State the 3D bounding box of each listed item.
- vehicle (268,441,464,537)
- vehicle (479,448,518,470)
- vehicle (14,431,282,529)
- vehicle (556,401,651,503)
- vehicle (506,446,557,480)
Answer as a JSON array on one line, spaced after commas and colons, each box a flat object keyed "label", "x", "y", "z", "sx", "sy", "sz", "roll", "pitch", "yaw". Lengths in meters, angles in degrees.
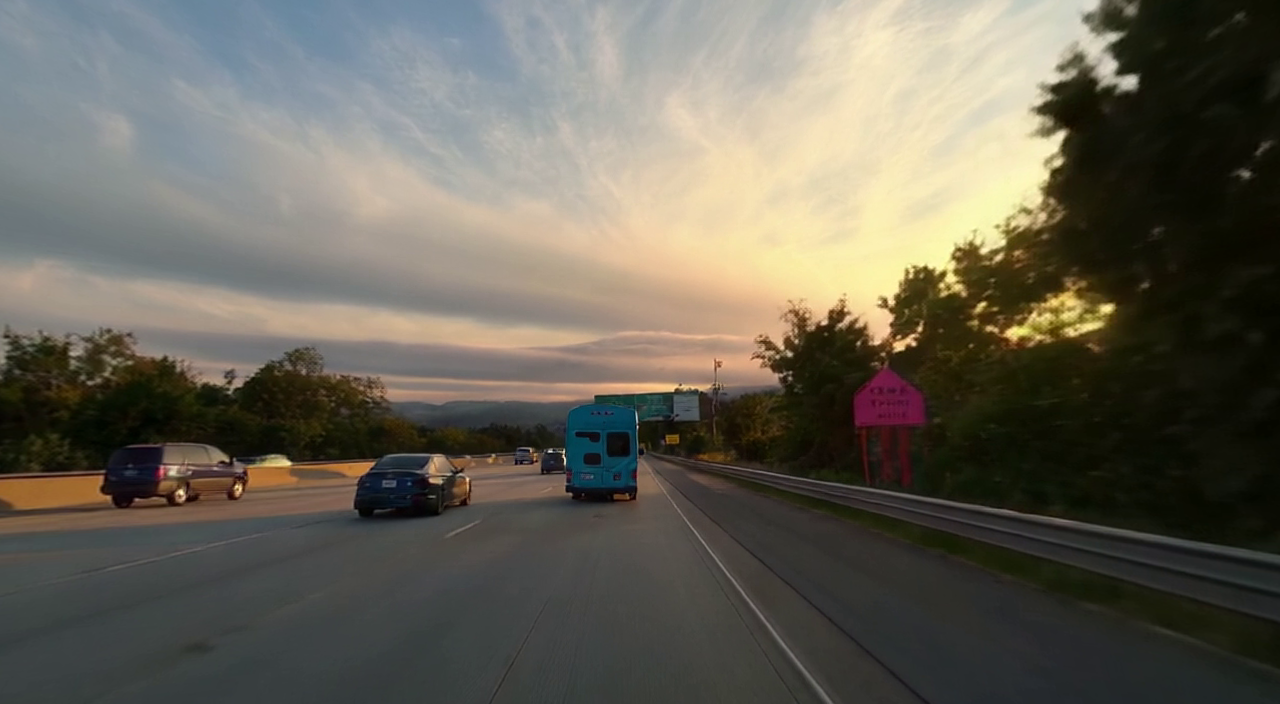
[{"label": "vehicle", "x": -4.773, "y": 2.417, "z": 11.723, "sx": 1.876, "sy": 1.438, "sz": 4.072, "roll": 0, "pitch": -9, "yaw": -1}, {"label": "vehicle", "x": -10.102, "y": 7.645, "z": 45.234, "sx": 1.886, "sy": 1.462, "sz": 4.084, "roll": 0, "pitch": -9, "yaw": -1}, {"label": "vehicle", "x": -9.576, "y": 2.500, "z": 12.829, "sx": 2.010, "sy": 1.621, "sz": 4.252, "roll": 0, "pitch": -9, "yaw": 0}, {"label": "vehicle", "x": -0.961, "y": 2.944, "z": 18.664, "sx": 2.394, "sy": 2.556, "sz": 5.232, "roll": 0, "pitch": -9, "yaw": -1}, {"label": "vehicle", "x": -5.122, "y": 5.275, "z": 30.163, "sx": 1.872, "sy": 1.480, "sz": 3.545, "roll": 0, "pitch": -9, "yaw": -1}]
